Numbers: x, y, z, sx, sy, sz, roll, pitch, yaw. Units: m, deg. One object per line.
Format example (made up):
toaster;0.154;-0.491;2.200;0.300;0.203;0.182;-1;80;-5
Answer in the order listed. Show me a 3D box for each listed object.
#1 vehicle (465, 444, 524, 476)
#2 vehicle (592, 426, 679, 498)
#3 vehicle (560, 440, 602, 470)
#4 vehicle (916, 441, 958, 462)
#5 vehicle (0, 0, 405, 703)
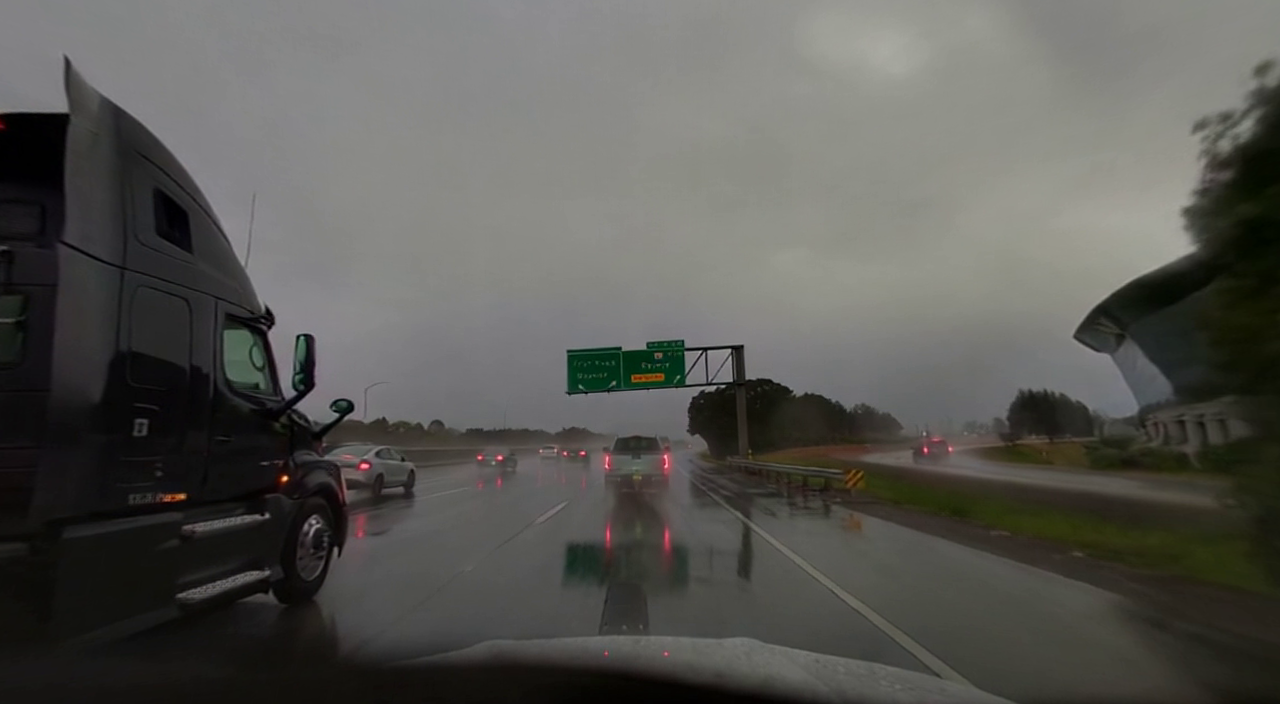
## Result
vehicle;-7.167;5.374;31.570;1.869;1.466;4.217;0;-9;1
vehicle;-0.086;3.043;17.728;2.152;1.779;3.924;0;-9;1
vehicle;-3.419;6.085;37.283;1.952;1.649;4.131;0;-9;1
vehicle;22.788;7.663;48.567;1.918;1.472;4.782;-2;-9;13
vehicle;-3.894;-0.487;1.478;2.990;3.885;8.540;0;-9;3
